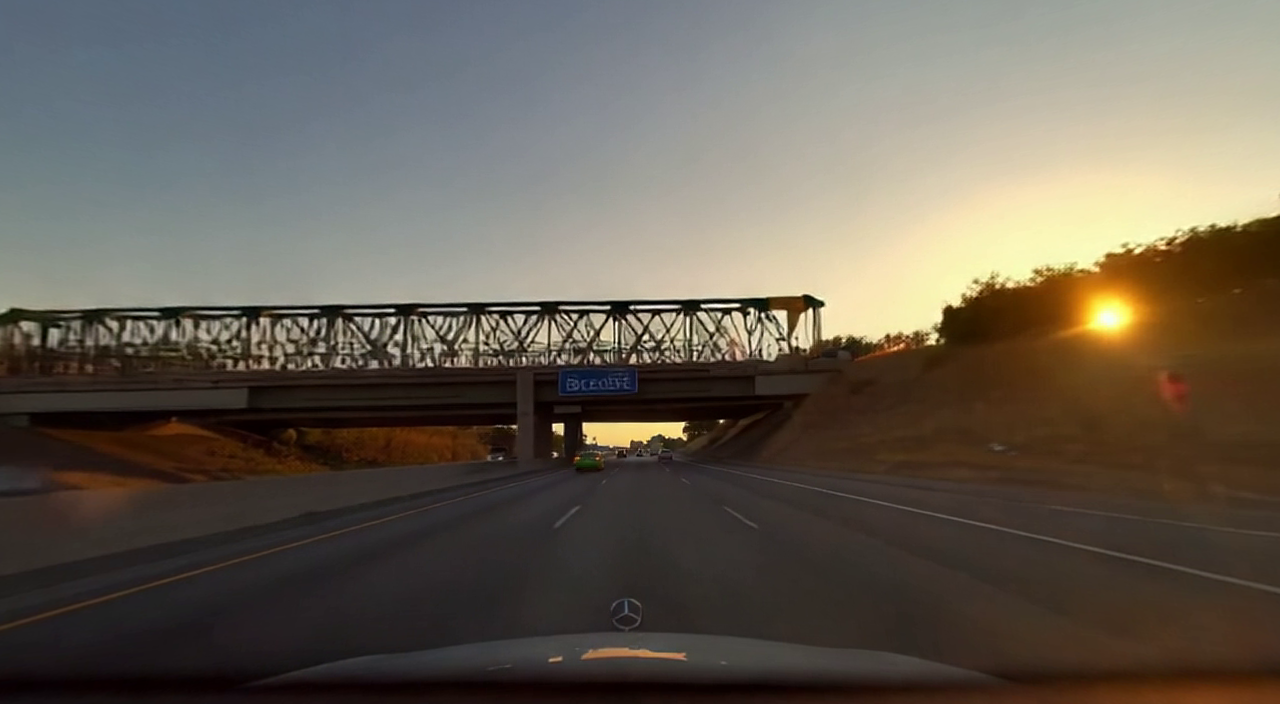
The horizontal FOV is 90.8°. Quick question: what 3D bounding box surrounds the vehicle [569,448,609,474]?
[{"bbox_3d":[-3.238,6.988,40.643,2.180,1.537,4.459,0,-9,0],"label":"vehicle"}]
